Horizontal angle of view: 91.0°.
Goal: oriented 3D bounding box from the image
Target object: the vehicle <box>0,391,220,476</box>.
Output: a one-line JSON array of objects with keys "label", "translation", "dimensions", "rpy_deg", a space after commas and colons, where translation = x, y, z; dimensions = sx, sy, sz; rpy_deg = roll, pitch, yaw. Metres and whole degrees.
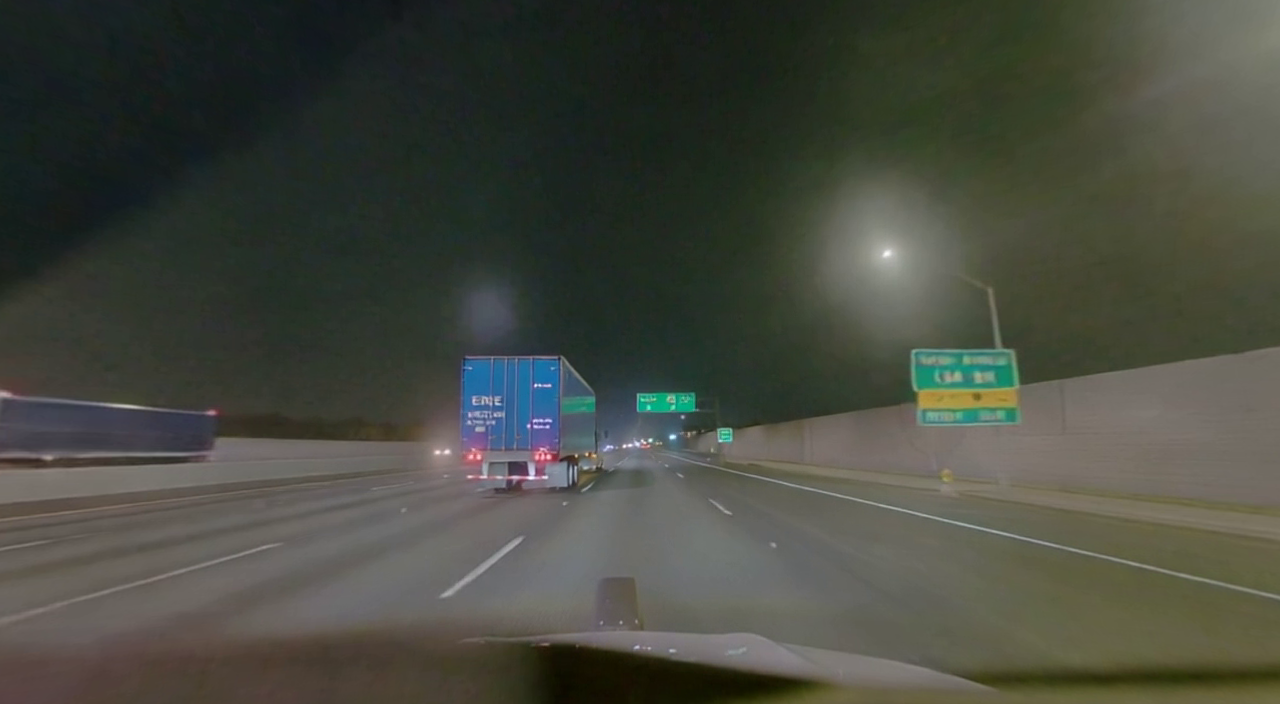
[{"label": "vehicle", "translation": [-32.050, 4.981, 37.151], "dimensions": [2.915, 4.008, 16.819], "rpy_deg": [0, -9, 0]}]

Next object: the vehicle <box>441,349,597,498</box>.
[{"label": "vehicle", "translation": [-3.570, 2.707, 22.274], "dimensions": [3.059, 3.956, 11.036], "rpy_deg": [0, -9, 1]}]
